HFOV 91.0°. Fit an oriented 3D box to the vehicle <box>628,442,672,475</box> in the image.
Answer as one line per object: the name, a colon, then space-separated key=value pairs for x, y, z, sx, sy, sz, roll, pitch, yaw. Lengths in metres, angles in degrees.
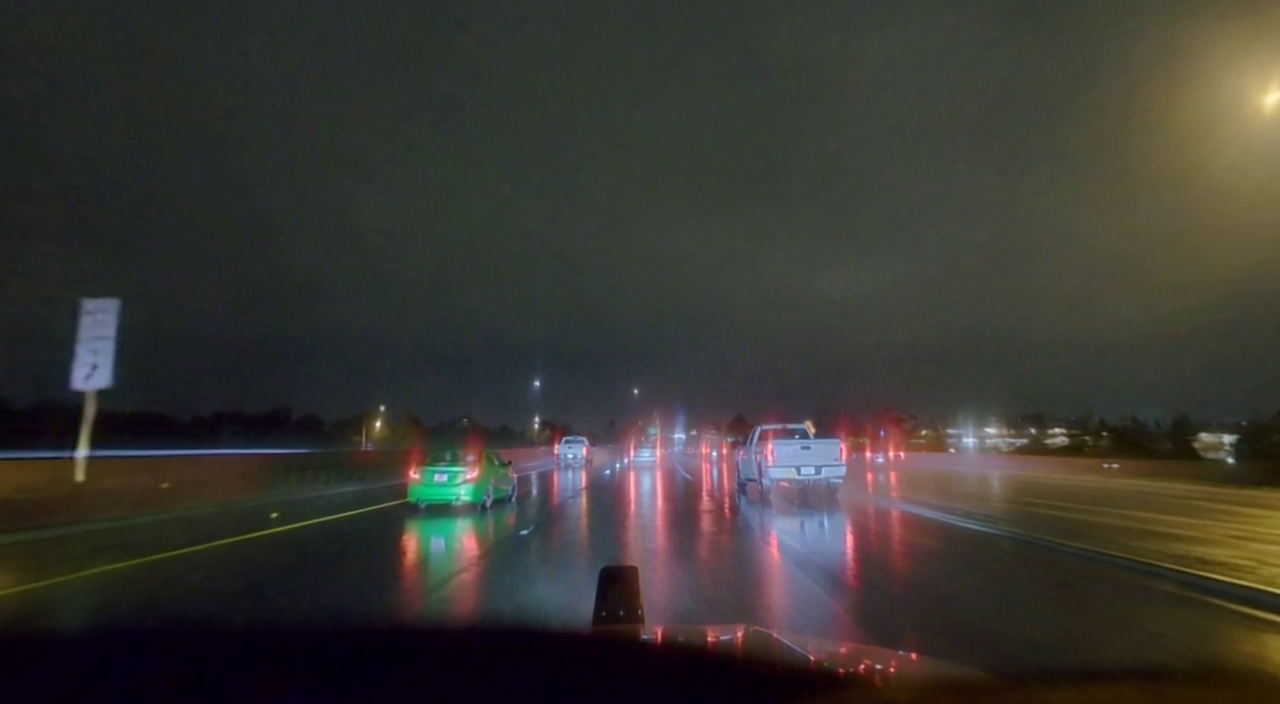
vehicle: x=0.520 y=5.580 z=33.163 sx=2.147 sy=1.572 sz=4.094 roll=0 pitch=-9 yaw=0

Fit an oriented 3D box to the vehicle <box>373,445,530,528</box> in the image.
vehicle: x=-3.705 y=2.702 z=13.290 sx=1.947 sy=1.424 sz=4.264 roll=0 pitch=-9 yaw=1

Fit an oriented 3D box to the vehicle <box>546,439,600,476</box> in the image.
vehicle: x=-3.394 y=5.484 z=33.019 sx=2.176 sy=1.783 sz=4.799 roll=0 pitch=-9 yaw=1

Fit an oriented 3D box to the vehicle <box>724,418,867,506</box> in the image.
vehicle: x=3.792 y=2.838 z=16.674 sx=2.340 sy=1.925 sz=5.529 roll=0 pitch=-9 yaw=-1

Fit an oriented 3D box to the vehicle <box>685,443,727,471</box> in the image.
vehicle: x=4.130 y=6.680 z=40.342 sx=2.145 sy=1.636 sz=4.437 roll=0 pitch=-9 yaw=-1
